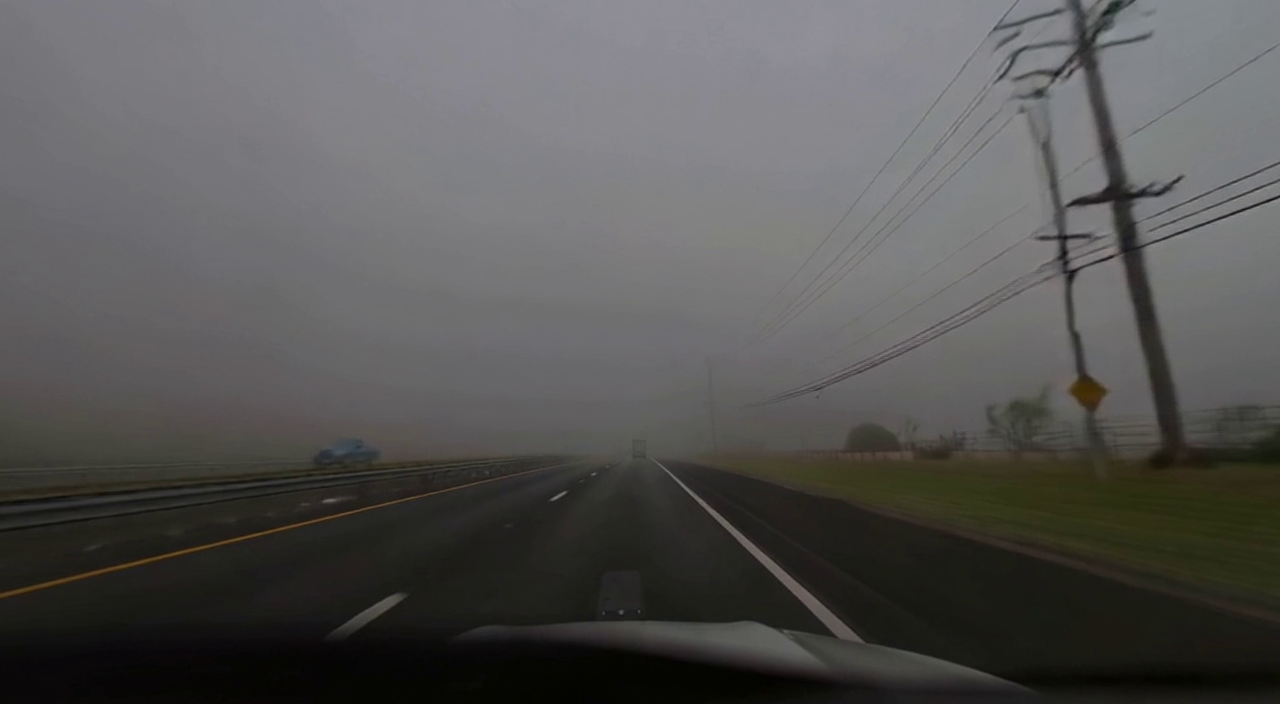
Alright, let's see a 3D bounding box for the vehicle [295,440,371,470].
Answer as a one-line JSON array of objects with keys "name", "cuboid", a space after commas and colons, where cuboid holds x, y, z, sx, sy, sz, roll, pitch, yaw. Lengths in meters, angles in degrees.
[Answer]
[{"name": "vehicle", "cuboid": [-21.263, 7.181, 43.996, 2.260, 1.934, 5.875, 0, -9, 1]}]
